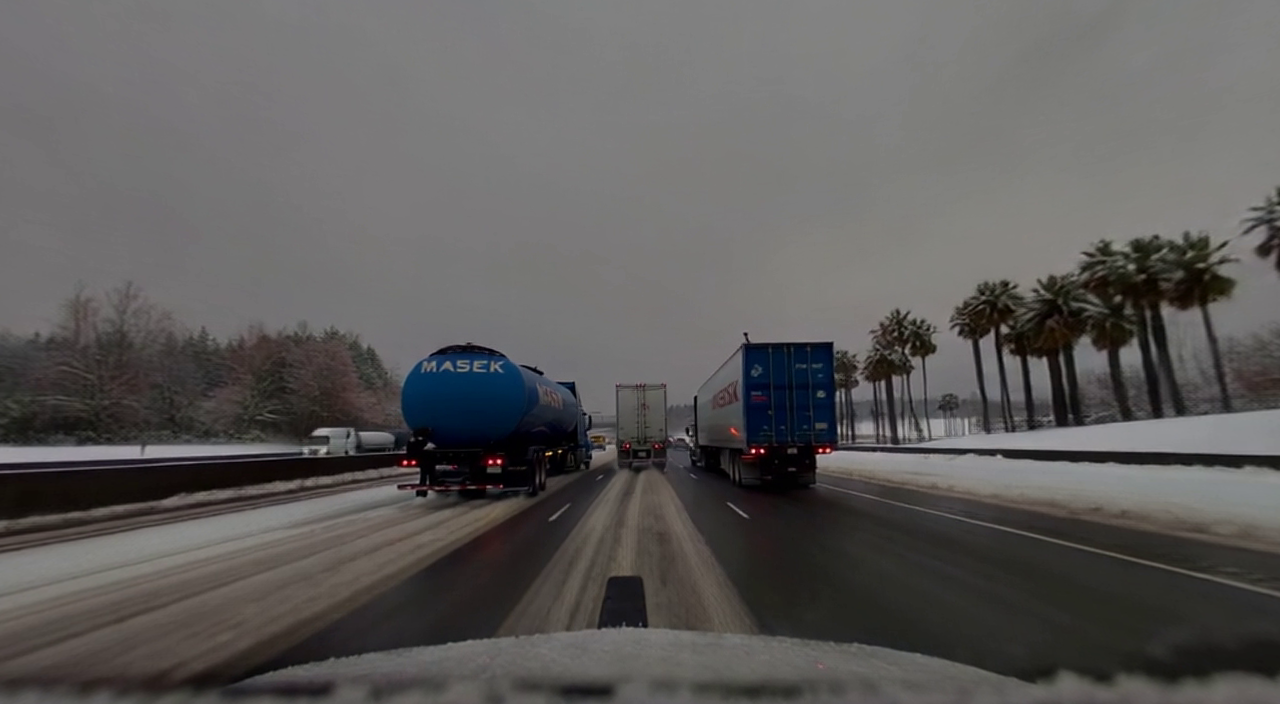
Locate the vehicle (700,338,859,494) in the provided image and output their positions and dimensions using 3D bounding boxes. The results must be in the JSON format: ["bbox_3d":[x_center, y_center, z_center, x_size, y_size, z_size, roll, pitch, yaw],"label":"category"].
[{"bbox_3d":[4.418,2.742,24.241,2.887,4.178,14.553,0,-8,0],"label":"vehicle"}]

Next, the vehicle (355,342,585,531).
[{"bbox_3d":[-3.403,2.228,16.441,2.786,3.228,11.082,0,-8,1],"label":"vehicle"}]

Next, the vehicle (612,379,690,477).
[{"bbox_3d":[0.551,4.302,34.116,3.097,3.856,18.209,0,-8,1],"label":"vehicle"}]
